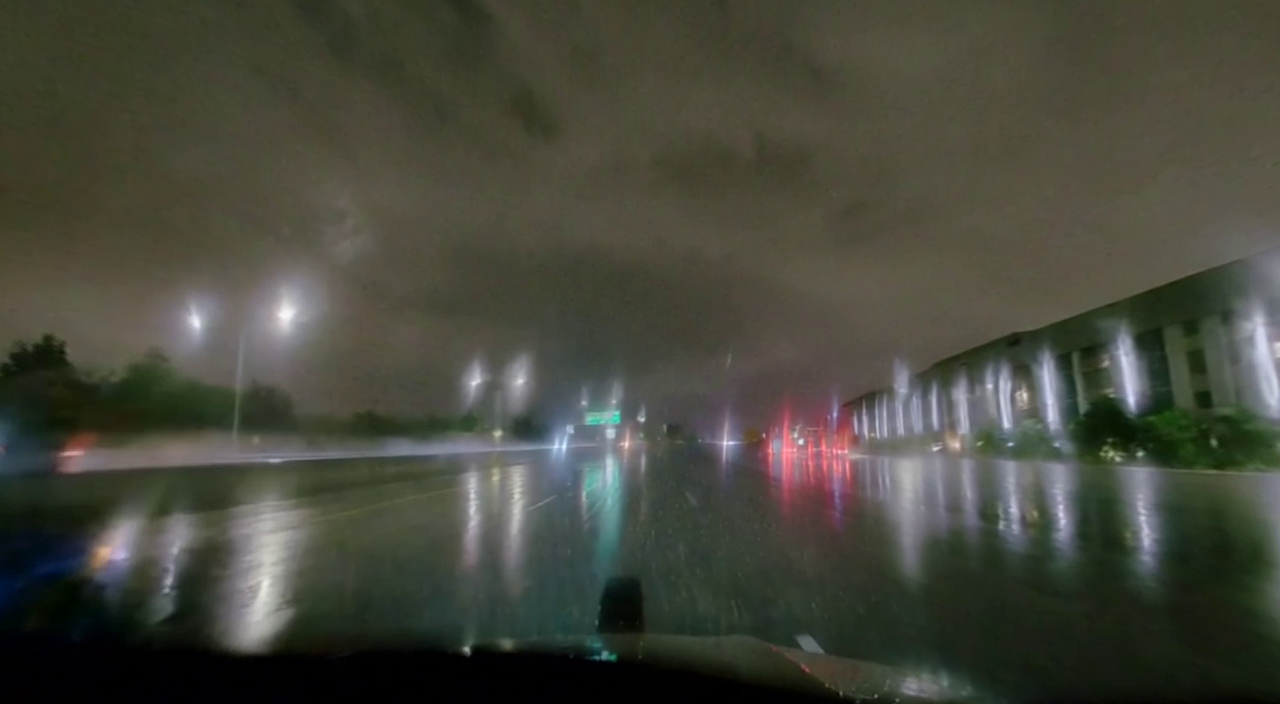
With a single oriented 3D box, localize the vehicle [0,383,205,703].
[{"bbox_3d":[-3.970,0.775,1.763,2.087,1.566,4.756,0,-8,0],"label":"vehicle"}]
